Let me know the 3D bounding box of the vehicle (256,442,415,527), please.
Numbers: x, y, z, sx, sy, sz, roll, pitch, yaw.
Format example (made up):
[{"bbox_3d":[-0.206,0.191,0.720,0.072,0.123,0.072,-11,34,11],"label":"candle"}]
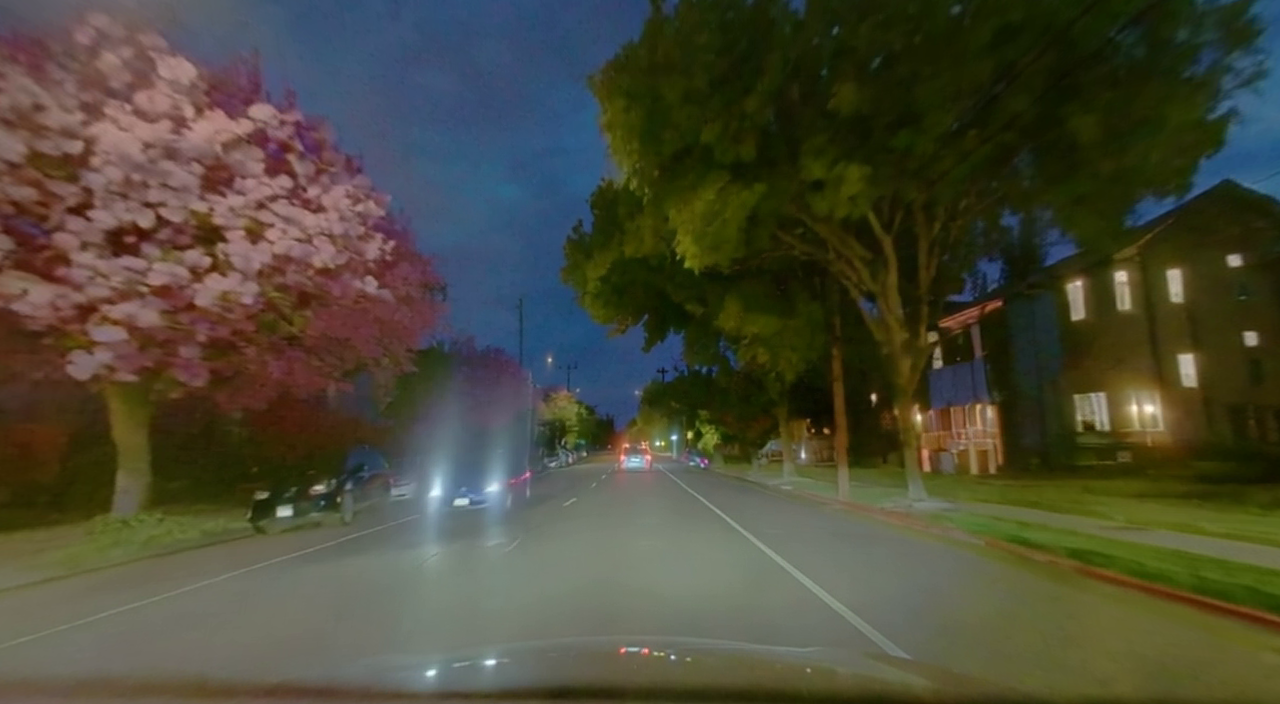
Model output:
[{"bbox_3d":[-7.675,3.401,16.478,2.022,1.795,4.337,-3,-10,0],"label":"vehicle"}]

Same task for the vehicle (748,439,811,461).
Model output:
[{"bbox_3d":[10.929,7.723,49.584,4.467,1.727,2.009,0,-9,-1],"label":"vehicle"}]

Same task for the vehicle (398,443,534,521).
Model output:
[{"bbox_3d":[-3.854,2.934,14.829,2.022,1.534,4.320,0,-8,-1],"label":"vehicle"}]

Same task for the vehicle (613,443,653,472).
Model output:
[{"bbox_3d":[-0.393,5.861,35.235,2.104,1.500,3.815,0,-8,-1],"label":"vehicle"}]

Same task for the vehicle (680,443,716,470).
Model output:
[{"bbox_3d":[3.795,6.886,41.606,1.895,1.640,4.090,0,-9,-1],"label":"vehicle"}]
